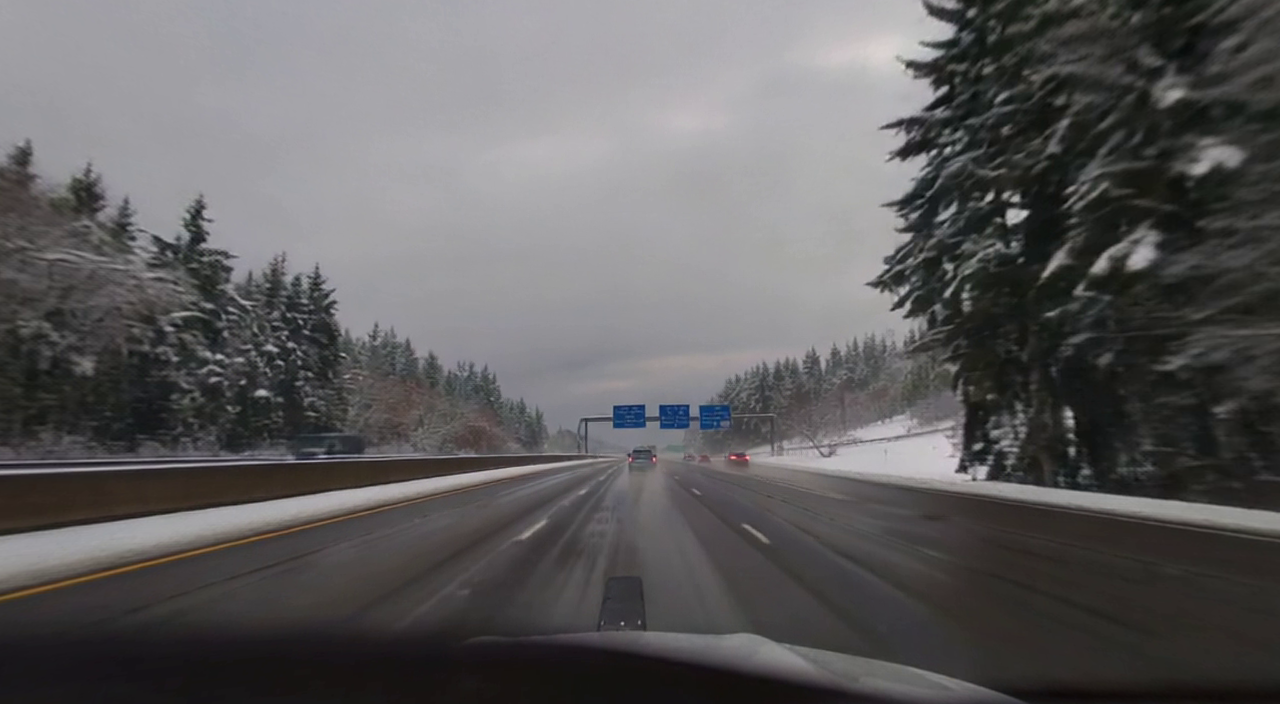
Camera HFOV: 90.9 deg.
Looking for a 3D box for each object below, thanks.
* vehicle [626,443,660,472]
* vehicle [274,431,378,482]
[{"bbox_3d":[0.205,7.097,42.595,2.167,1.847,4.097,0,-9,0],"label":"vehicle"},{"bbox_3d":[-18.246,6.122,37.190,2.512,2.670,6.751,0,-9,1],"label":"vehicle"}]
